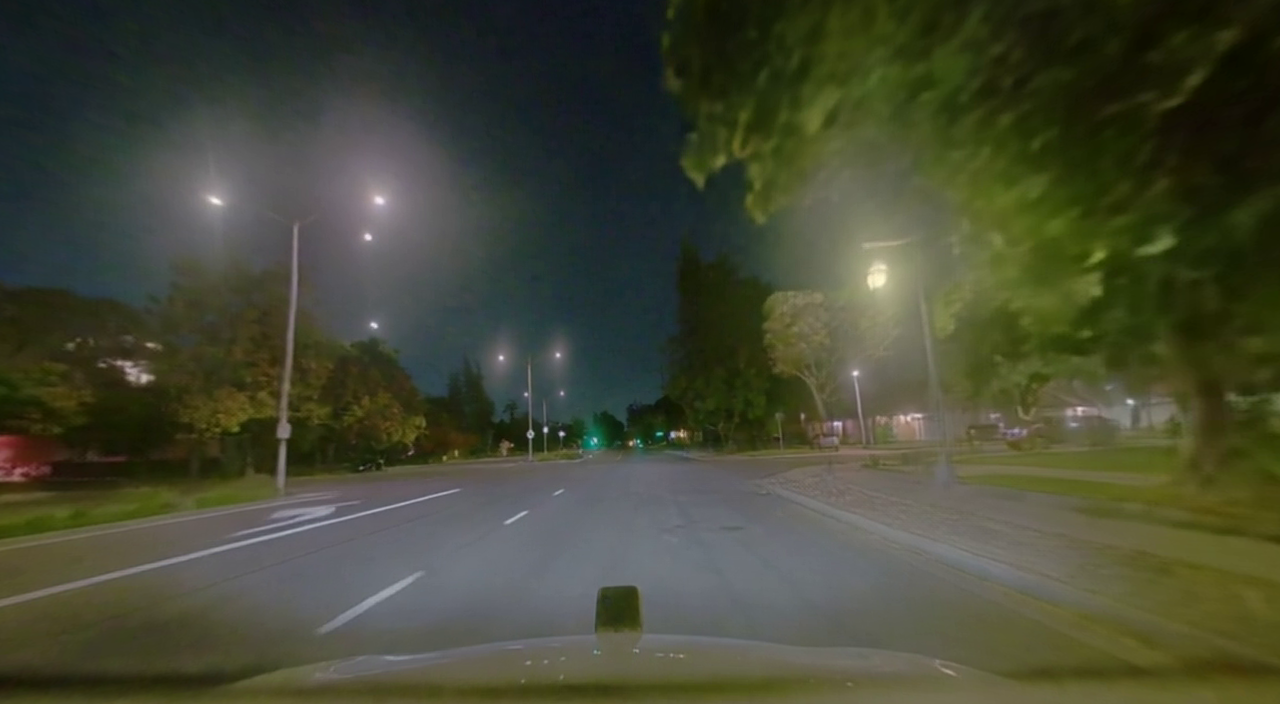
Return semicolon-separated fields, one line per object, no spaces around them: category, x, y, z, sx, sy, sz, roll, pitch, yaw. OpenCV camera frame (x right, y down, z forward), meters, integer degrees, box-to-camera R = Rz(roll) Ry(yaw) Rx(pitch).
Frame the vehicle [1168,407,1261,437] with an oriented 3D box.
vehicle;39.693;4.837;43.694;4.307;1.649;2.142;-4;-9;-4

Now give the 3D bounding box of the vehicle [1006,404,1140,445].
vehicle;22.256;3.734;32.644;5.135;1.964;2.402;0;-7;0

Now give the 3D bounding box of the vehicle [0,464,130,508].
vehicle;-26.506;6.108;29.169;1.931;1.673;4.623;-1;-8;2
